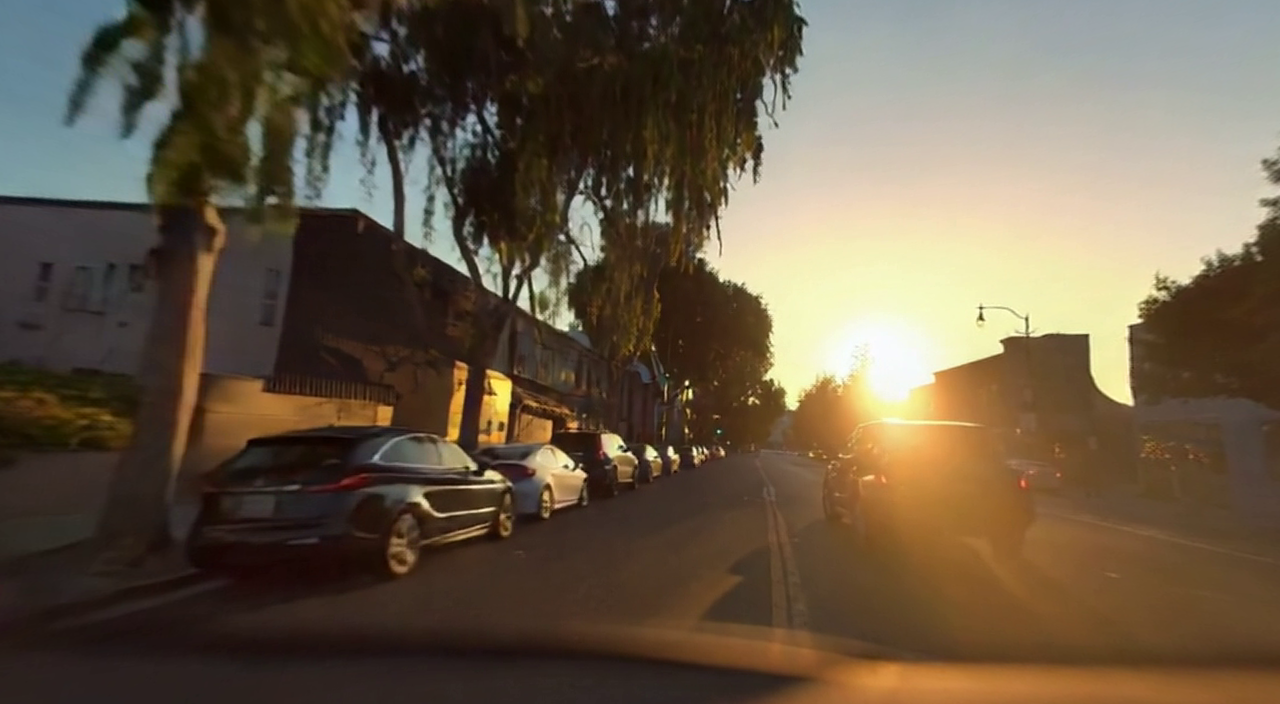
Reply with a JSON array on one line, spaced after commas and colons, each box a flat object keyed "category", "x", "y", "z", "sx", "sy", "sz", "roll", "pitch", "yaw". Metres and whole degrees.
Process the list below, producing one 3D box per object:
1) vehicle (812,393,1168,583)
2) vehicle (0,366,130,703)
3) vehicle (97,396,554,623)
[{"category": "vehicle", "x": 4.368, "y": 1.819, "z": 9.494, "sx": 2.411, "sy": 1.899, "sz": 5.993, "roll": -1, "pitch": -8, "yaw": 6}, {"category": "vehicle", "x": -4.281, "y": 0.682, "z": 1.616, "sx": 1.922, "sy": 1.628, "sz": 4.291, "roll": -1, "pitch": -8, "yaw": 10}, {"category": "vehicle", "x": -2.803, "y": 1.532, "z": 7.245, "sx": 2.179, "sy": 1.658, "sz": 4.765, "roll": -2, "pitch": -9, "yaw": 11}]
